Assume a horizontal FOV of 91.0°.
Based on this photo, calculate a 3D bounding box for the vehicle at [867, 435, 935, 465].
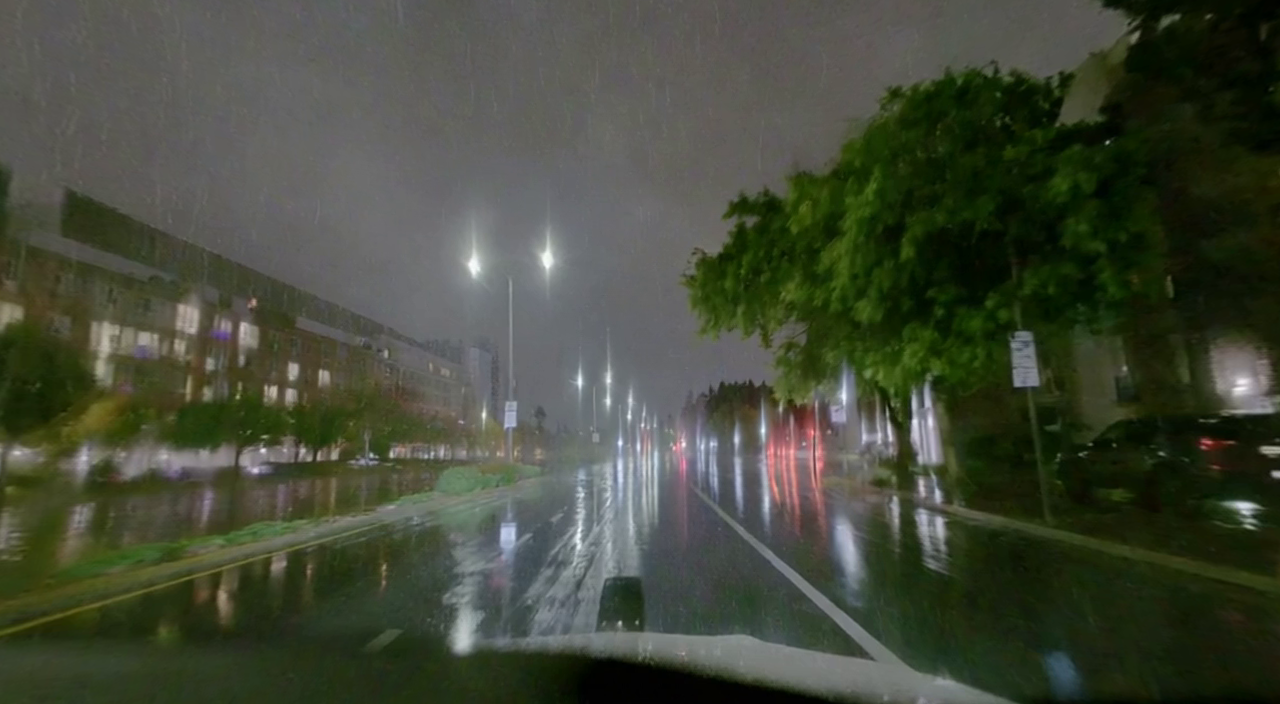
[{"bbox_3d":[14.346,5.431,34.878,1.879,1.507,4.836,0,-9,2],"label":"vehicle"}]

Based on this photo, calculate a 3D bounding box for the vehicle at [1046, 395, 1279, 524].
[{"bbox_3d":[10.057,1.943,11.734,2.007,1.895,4.812,-1,-9,5],"label":"vehicle"}]
